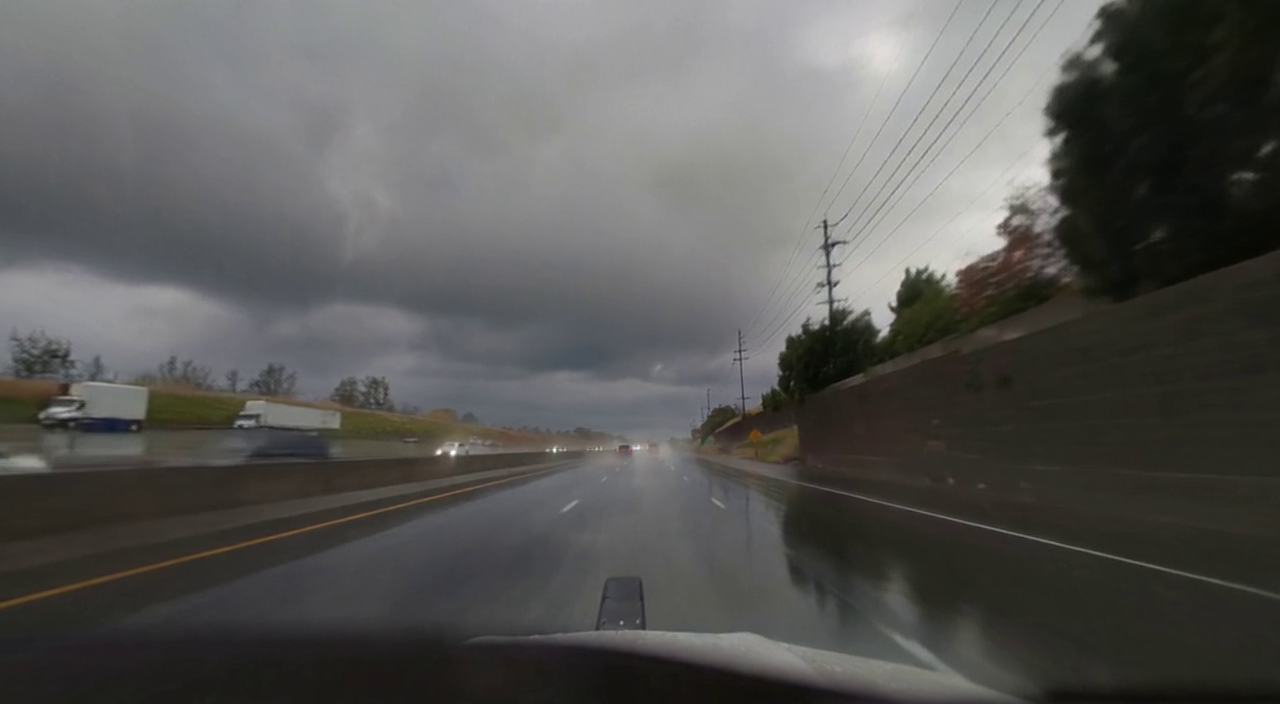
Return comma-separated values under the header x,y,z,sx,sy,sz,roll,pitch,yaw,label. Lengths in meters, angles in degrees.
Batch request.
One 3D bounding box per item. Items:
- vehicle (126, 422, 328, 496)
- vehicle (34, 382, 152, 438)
x,y,z,sx,sy,sz,roll,pitch,yaw,label
-11.147,2.958,17.678,2.142,1.737,5.107,0,-9,1,vehicle
-39.182,4.315,45.514,2.865,3.637,5.970,0,-9,1,vehicle
